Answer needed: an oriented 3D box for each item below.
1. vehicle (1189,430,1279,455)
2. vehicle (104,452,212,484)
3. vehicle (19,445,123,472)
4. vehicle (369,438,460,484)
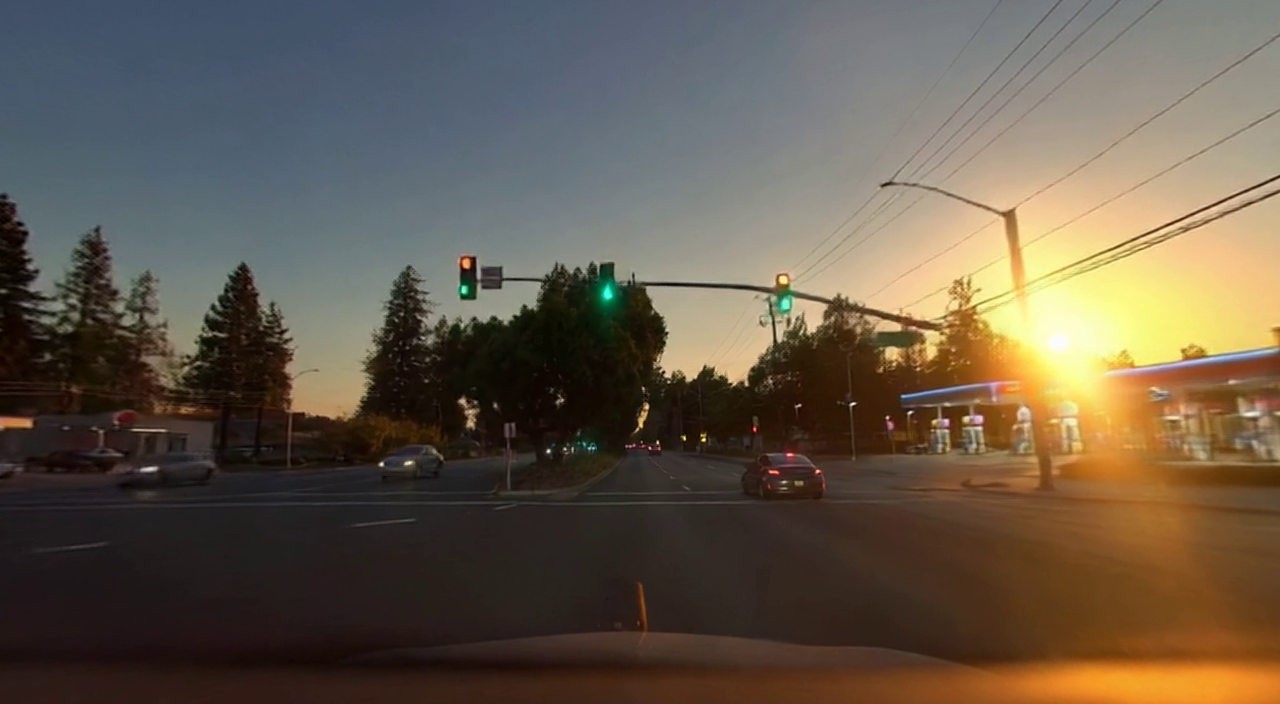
[{"bbox_3d":[39.720,6.076,42.220,1.929,1.589,4.430,0,-8,-2],"label":"vehicle"},{"bbox_3d":[-25.252,6.090,33.361,1.866,1.486,4.661,0,-8,3],"label":"vehicle"},{"bbox_3d":[-43.904,8.207,48.987,2.394,1.887,5.679,-1,-8,6],"label":"vehicle"},{"bbox_3d":[-8.497,4.175,24.224,1.913,1.478,4.312,-4,-10,0],"label":"vehicle"}]
